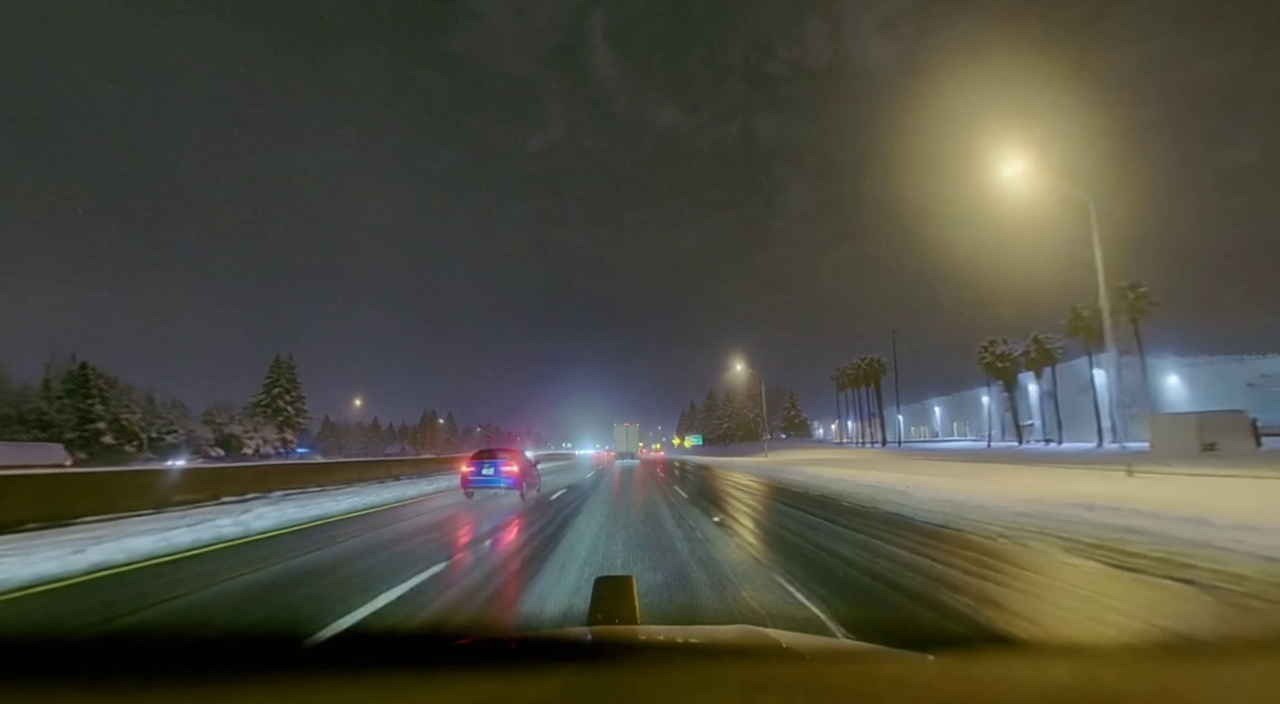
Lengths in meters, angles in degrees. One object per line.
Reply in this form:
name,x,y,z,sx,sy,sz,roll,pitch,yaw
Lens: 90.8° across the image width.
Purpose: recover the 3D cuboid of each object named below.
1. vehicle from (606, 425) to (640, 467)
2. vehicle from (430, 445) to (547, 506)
vehicle,-1.269,7.153,48.020,2.364,2.953,6.495,0,-9,-1
vehicle,-3.933,3.265,17.223,2.097,1.447,4.291,0,-9,0
